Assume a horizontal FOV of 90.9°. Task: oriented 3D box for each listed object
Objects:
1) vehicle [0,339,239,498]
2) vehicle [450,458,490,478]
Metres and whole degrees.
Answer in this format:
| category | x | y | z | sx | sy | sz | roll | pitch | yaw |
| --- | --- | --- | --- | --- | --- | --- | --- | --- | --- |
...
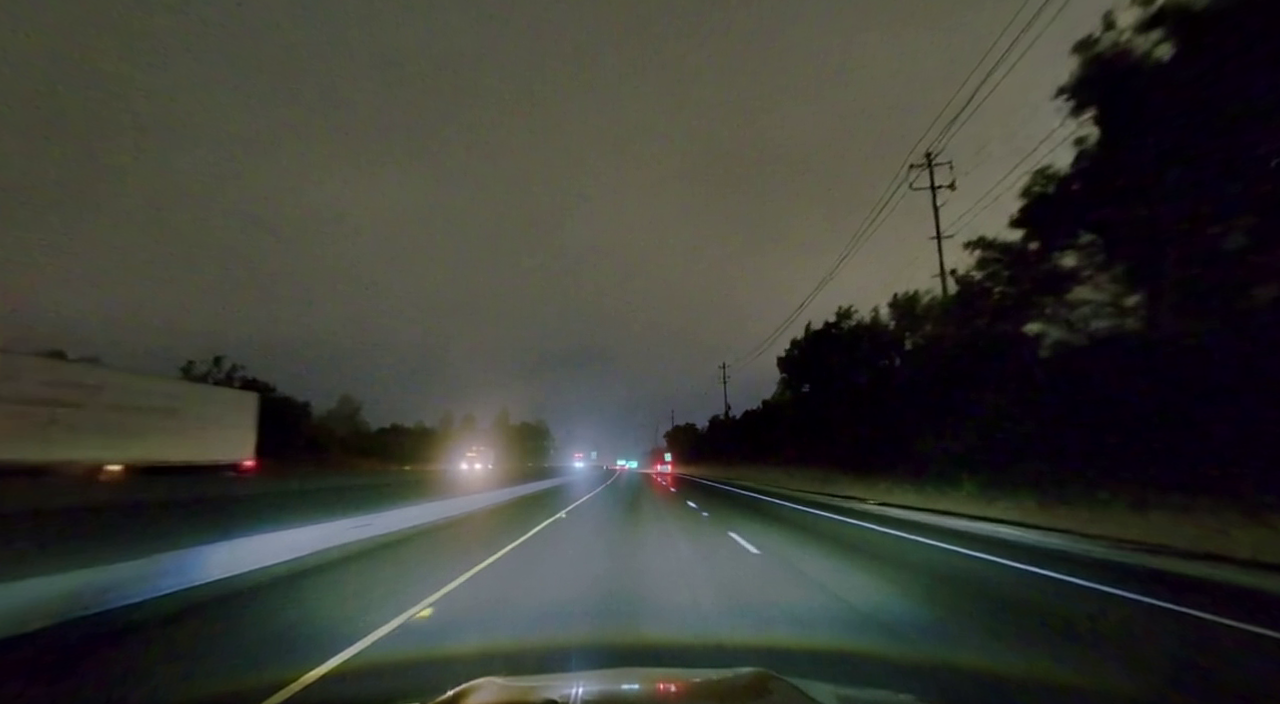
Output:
| category | x | y | z | sx | sy | sz | roll | pitch | yaw |
| --- | --- | --- | --- | --- | --- | --- | --- | --- | --- |
| vehicle | -17.802 | 2.289 | 19.330 | 2.867 | 4.000 | 12.416 | 1 | -10 | -1 |
| vehicle | -13.254 | 9.080 | 49.439 | 1.888 | 1.464 | 4.492 | 1 | -10 | 0 |
